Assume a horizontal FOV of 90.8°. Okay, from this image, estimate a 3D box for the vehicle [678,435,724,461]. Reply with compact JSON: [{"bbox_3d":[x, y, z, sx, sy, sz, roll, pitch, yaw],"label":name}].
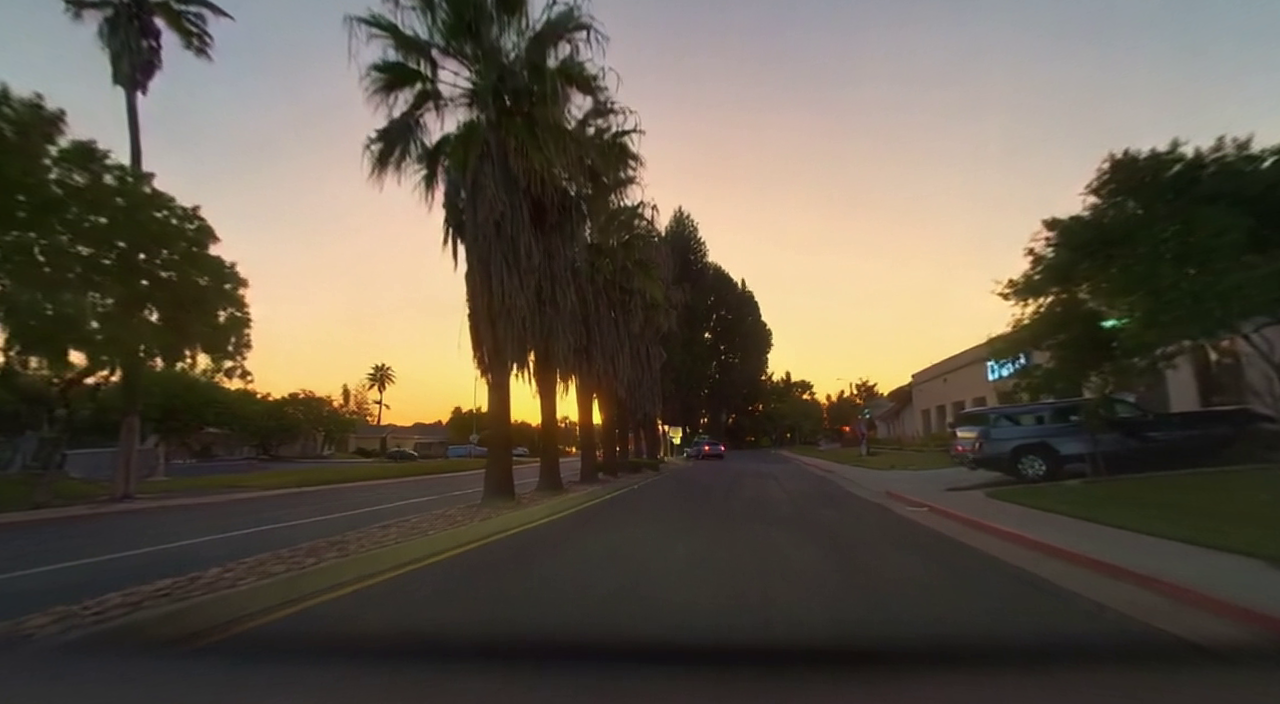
[{"bbox_3d":[4.681,7.459,49.217,2.174,1.863,4.651,2,-8,-13],"label":"vehicle"}]
